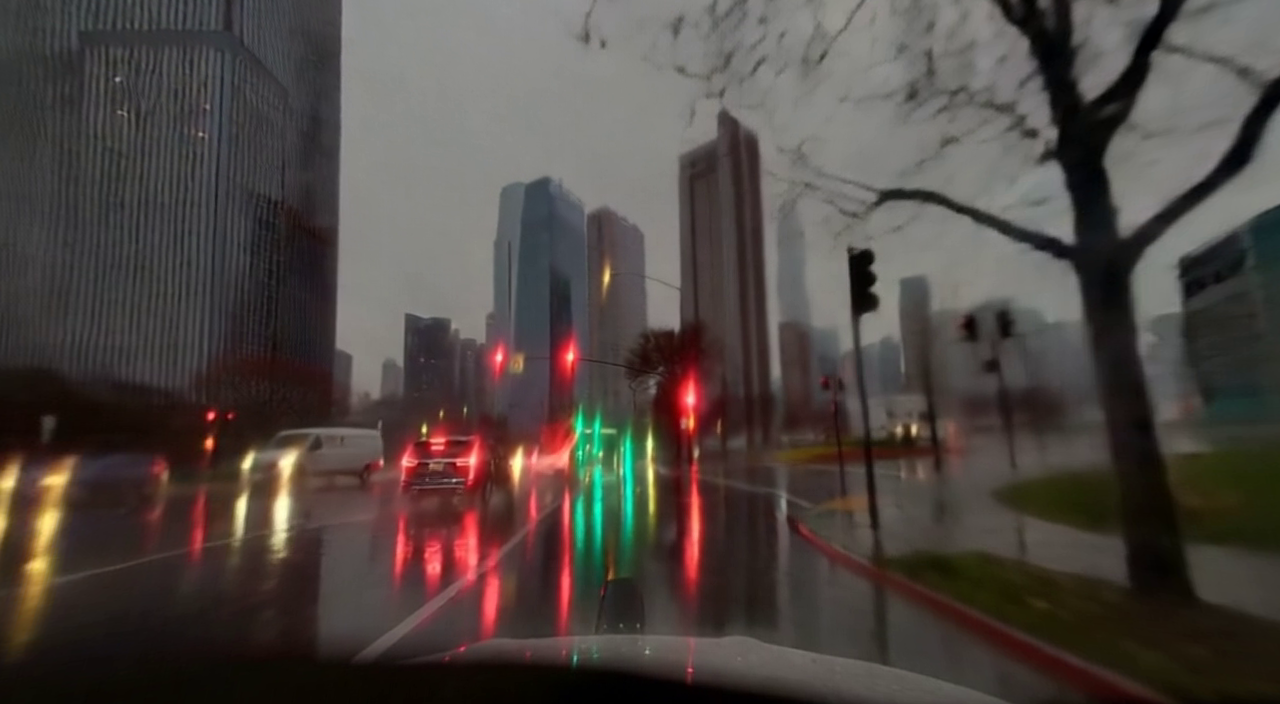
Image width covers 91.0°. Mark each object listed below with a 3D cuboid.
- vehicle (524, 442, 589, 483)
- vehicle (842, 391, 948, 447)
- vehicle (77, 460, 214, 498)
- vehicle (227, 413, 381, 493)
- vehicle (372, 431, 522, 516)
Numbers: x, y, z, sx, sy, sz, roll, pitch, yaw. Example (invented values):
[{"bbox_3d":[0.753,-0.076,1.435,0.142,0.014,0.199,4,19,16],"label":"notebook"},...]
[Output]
[{"bbox_3d":[-4.053,5.465,31.457,2.384,1.849,5.009,0,-9,2],"label":"vehicle"},{"bbox_3d":[15.113,4.101,37.734,4.005,2.827,4.538,4,-11,-11],"label":"vehicle"},{"bbox_3d":[-23.615,6.053,30.307,2.103,1.590,4.613,-4,-10,24],"label":"vehicle"},{"bbox_3d":[-16.996,5.273,32.832,3.394,3.584,8.313,0,-9,0],"label":"vehicle"},{"bbox_3d":[-4.465,2.912,15.471,2.169,1.741,4.588,0,-9,1],"label":"vehicle"}]
